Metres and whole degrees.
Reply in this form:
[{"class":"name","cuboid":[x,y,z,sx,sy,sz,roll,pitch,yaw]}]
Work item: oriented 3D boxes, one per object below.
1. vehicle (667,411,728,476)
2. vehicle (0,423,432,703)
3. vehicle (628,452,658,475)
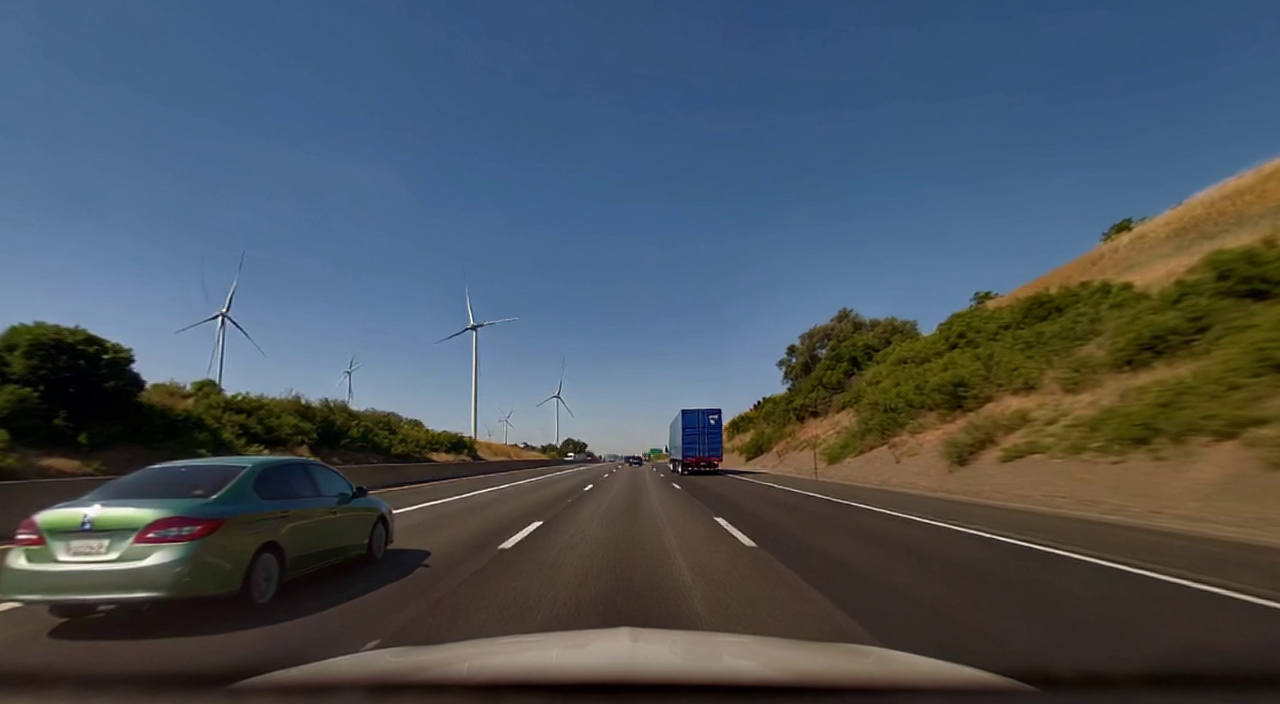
[{"class":"vehicle","cuboid":[3.829,6.666,45.786,2.947,3.989,13.568,0,-9,-1]},{"class":"vehicle","cuboid":[-3.425,1.442,5.238,1.952,1.521,4.095,0,-9,1]},{"class":"vehicle","cuboid":[0.152,7.583,43.053,1.931,1.453,3.695,0,-9,-1]}]
